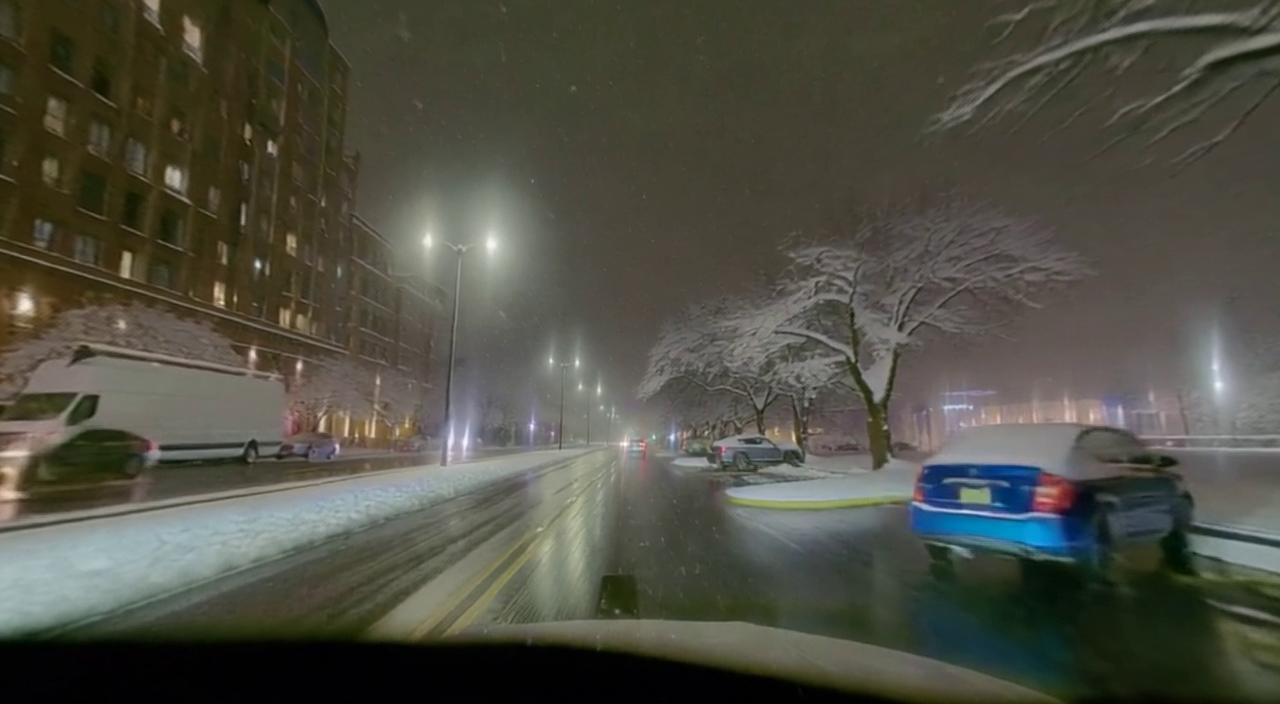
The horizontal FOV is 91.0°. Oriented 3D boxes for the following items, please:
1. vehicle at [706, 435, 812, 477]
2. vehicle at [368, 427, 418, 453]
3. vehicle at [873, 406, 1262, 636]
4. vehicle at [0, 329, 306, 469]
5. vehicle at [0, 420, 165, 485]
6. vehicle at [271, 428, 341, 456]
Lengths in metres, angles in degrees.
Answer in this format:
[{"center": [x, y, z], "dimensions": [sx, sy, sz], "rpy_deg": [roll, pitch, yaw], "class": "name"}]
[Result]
[{"center": [4.614, 3.961, 24.287], "dimensions": [3.896, 1.488, 1.868], "rpy_deg": [6, -10, -38], "class": "vehicle"}, {"center": [-19.057, 6.826, 48.838], "dimensions": [1.963, 1.843, 4.866], "rpy_deg": [-1, -8, -1], "class": "vehicle"}, {"center": [4.539, 1.401, 6.368], "dimensions": [4.720, 1.487, 1.876], "rpy_deg": [6, -10, -39], "class": "vehicle"}, {"center": [-18.858, 2.347, 25.575], "dimensions": [3.054, 4.140, 14.110], "rpy_deg": [-1, -8, -1], "class": "vehicle"}, {"center": [-15.377, 2.626, 16.672], "dimensions": [1.909, 1.465, 4.758], "rpy_deg": [0, -8, -1], "class": "vehicle"}, {"center": [-18.944, 5.136, 35.913], "dimensions": [1.828, 1.502, 4.103], "rpy_deg": [0, -8, -1], "class": "vehicle"}]
